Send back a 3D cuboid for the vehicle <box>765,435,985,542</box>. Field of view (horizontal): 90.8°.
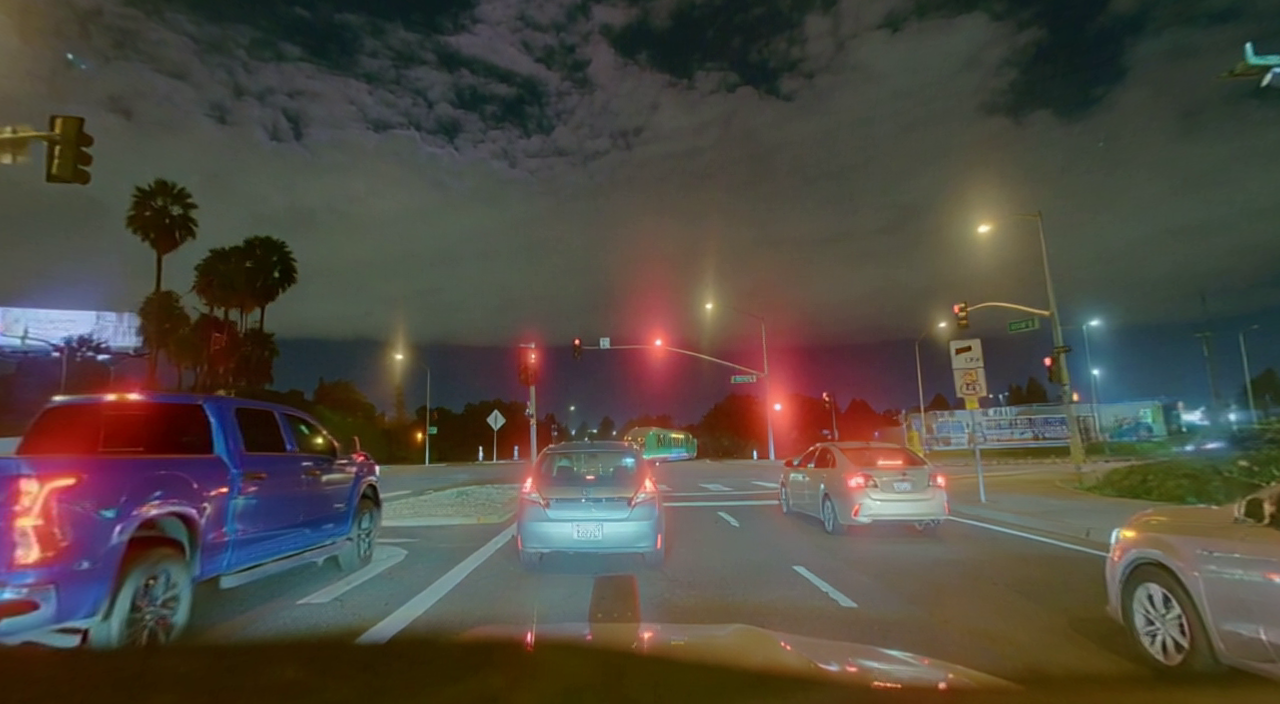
[{"bbox_3d":[3.693,2.219,11.000,1.965,1.448,4.486,0,-9,-2],"label":"vehicle"}]

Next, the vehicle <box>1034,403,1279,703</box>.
[{"bbox_3d":[3.883,0.892,2.202,2.052,1.496,4.541,0,-9,0],"label":"vehicle"}]

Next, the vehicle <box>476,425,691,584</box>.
[{"bbox_3d":[-0.643,1.759,8.132,2.035,1.491,4.090,0,-9,-3],"label":"vehicle"}]

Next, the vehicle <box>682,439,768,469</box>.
[{"bbox_3d":[4.186,5.139,31.981,1.878,1.428,4.416,5,-10,-32],"label":"vehicle"}]

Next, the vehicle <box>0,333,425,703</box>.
[{"bbox_3d":[-3.862,1.220,5.655,2.078,1.838,5.448,0,-9,-2],"label":"vehicle"}]
